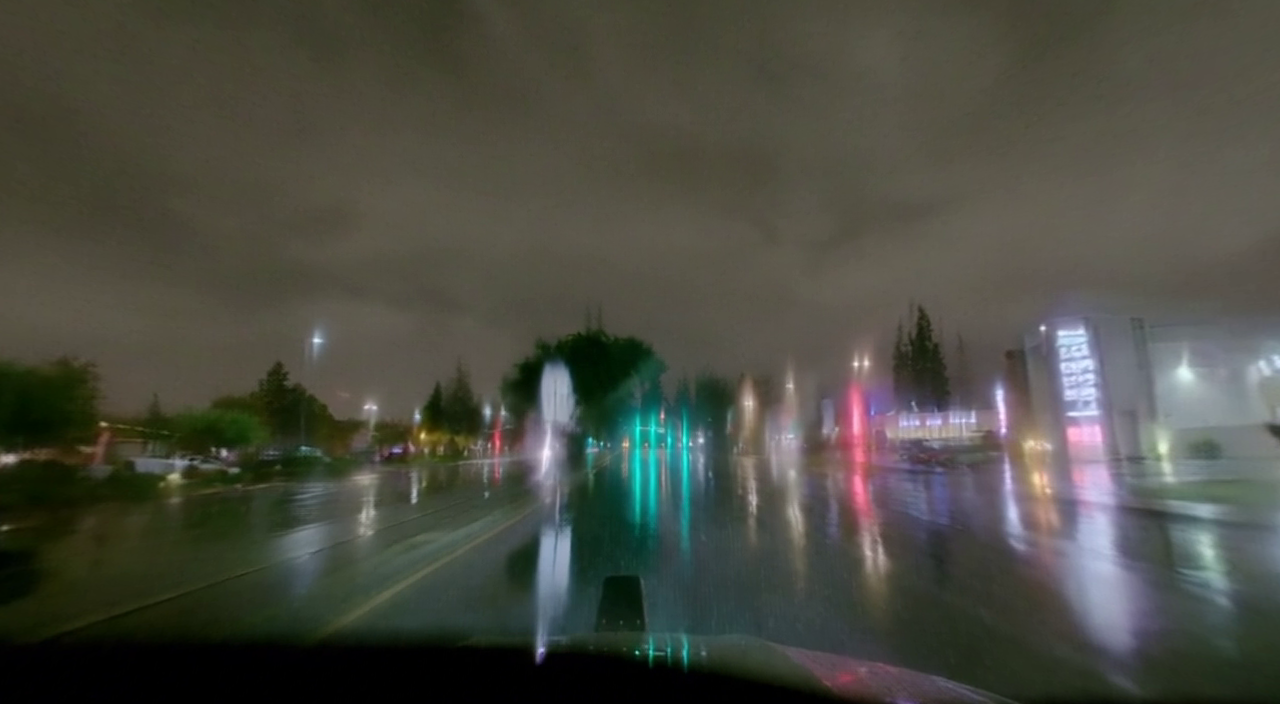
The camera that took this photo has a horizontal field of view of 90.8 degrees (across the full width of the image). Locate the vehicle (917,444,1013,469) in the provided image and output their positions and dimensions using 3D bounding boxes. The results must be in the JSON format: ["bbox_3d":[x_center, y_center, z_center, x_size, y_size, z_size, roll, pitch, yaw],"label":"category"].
[{"bbox_3d":[20.052,6.451,39.086,4.805,1.473,2.046,0,-9,-3],"label":"vehicle"}]
